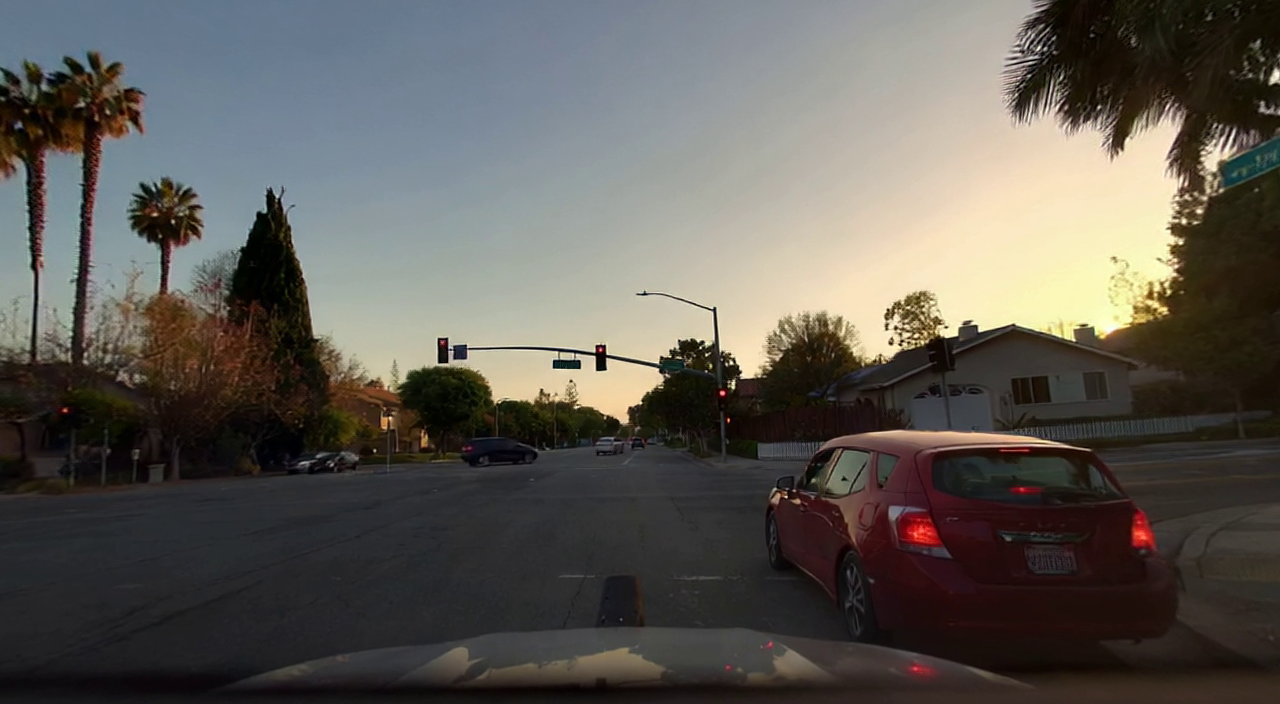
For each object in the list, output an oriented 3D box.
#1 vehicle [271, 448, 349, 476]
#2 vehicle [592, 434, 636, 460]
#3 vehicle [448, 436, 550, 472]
[{"bbox_3d":[-20.002,6.662,38.547,2.084,1.528,4.778,-1,-9,2],"label":"vehicle"},{"bbox_3d":[-1.857,7.105,47.141,2.393,1.775,5.204,-1,-9,7],"label":"vehicle"},{"bbox_3d":[-6.666,4.875,30.381,2.083,1.541,4.777,-5,-10,29],"label":"vehicle"}]
